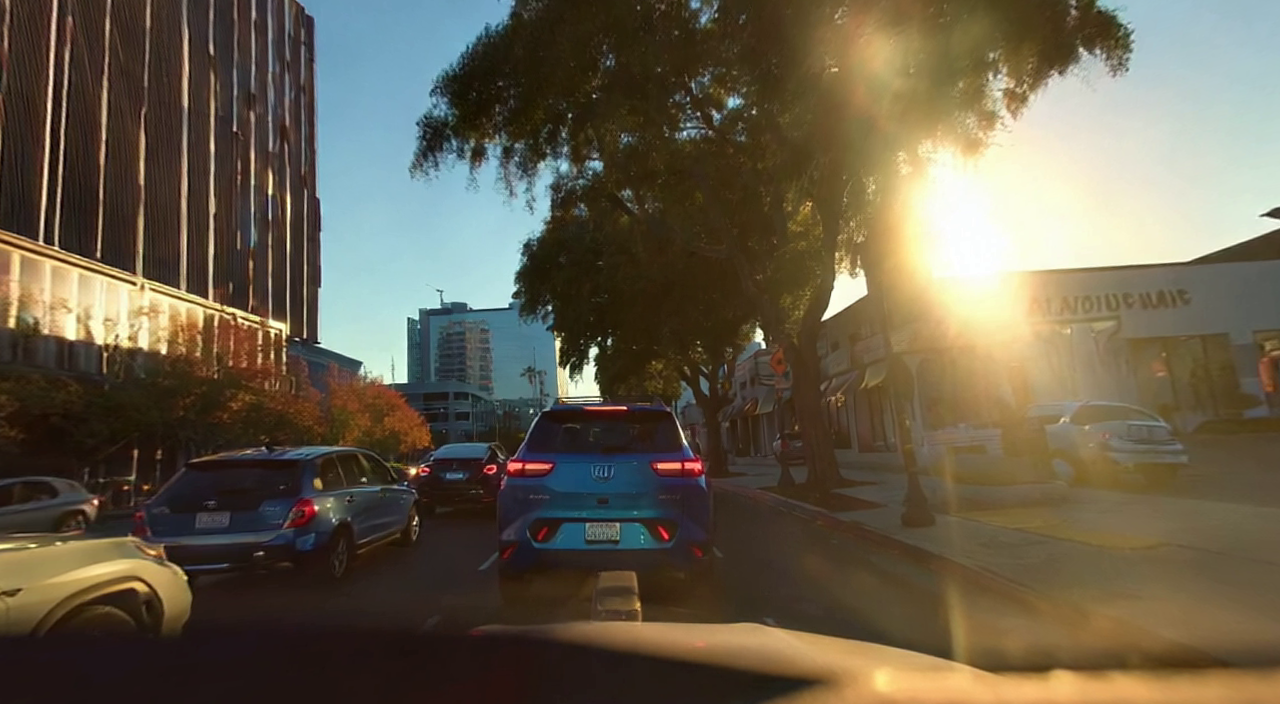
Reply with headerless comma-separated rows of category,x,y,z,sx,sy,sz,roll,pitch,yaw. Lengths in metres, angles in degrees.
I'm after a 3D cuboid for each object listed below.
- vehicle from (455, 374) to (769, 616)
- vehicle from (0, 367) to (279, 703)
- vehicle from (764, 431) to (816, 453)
vehicle,-0.357,1.465,7.392,2.531,1.930,4.382,0,-8,-4
vehicle,-3.189,0.810,1.623,1.971,1.658,4.428,0,-8,-1
vehicle,10.299,6.191,43.197,1.877,1.416,3.965,-8,-12,38
